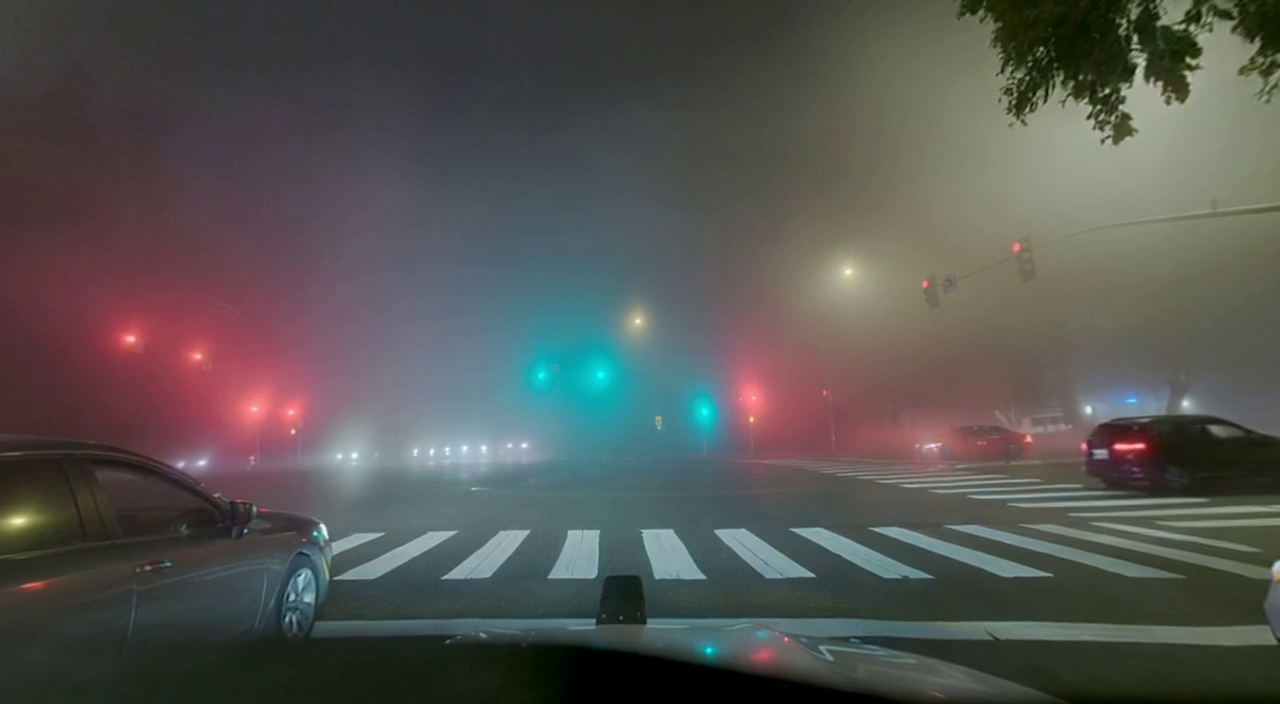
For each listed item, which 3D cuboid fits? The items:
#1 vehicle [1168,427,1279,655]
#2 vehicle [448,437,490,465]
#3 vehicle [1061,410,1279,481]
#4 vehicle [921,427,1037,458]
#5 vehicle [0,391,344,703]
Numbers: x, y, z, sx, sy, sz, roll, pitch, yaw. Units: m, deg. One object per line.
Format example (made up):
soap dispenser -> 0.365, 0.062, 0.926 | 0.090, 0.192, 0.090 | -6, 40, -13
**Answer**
vehicle -> 4.937, 0.989, 2.559 | 1.949, 1.449, 4.530 | -1, -8, 5
vehicle -> -12.825, 7.412, 47.567 | 2.051, 1.715, 4.346 | -2, -6, -2
vehicle -> 15.281, 2.682, 18.139 | 4.778, 1.871, 2.109 | -1, -8, 3
vehicle -> 16.925, 4.541, 31.688 | 4.660, 1.495, 2.007 | 0, -8, -2
vehicle -> -3.063, 0.891, 2.152 | 1.919, 1.478, 4.720 | 0, -8, -1
